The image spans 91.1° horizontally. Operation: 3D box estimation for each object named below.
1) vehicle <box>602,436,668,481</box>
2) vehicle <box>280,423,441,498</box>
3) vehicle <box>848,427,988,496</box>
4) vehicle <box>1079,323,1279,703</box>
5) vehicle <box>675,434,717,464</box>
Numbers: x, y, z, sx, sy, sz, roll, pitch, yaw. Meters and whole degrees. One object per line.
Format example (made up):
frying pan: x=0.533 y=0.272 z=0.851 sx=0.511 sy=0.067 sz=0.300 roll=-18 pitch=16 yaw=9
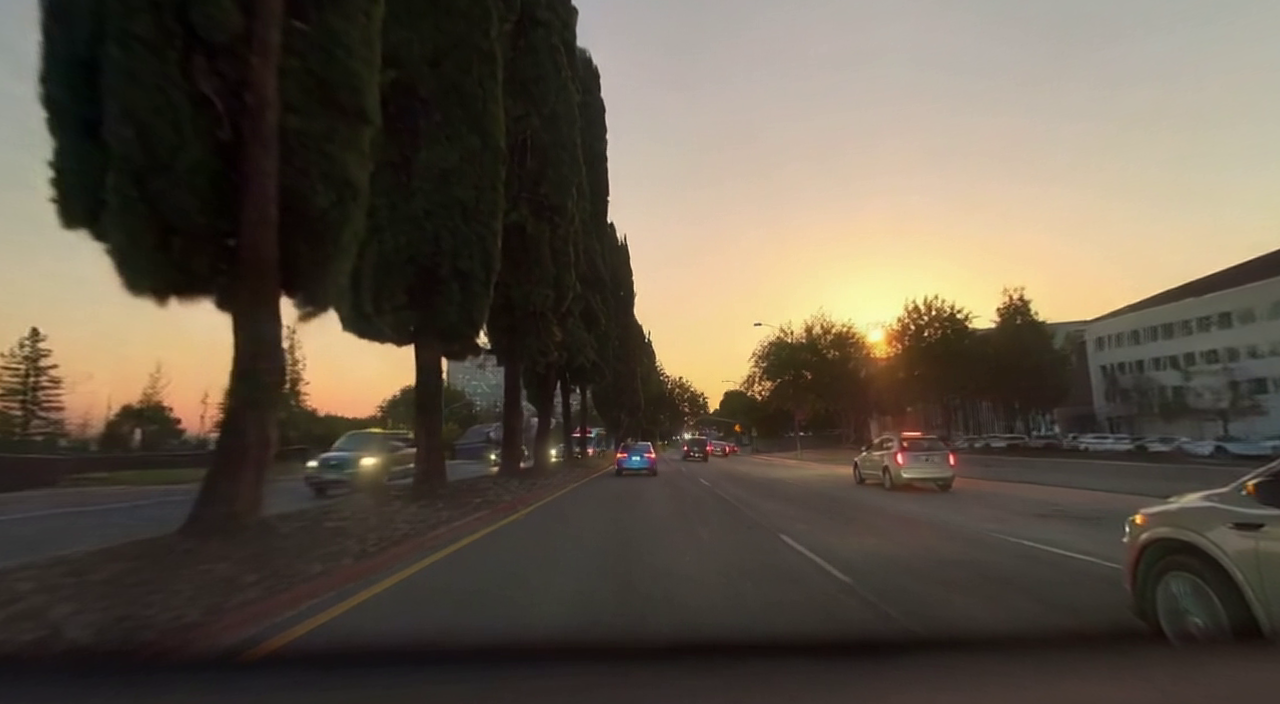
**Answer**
vehicle: x=-0.138 y=4.038 z=24.062 sx=2.315 sy=1.563 sz=4.080 roll=0 pitch=-8 yaw=1
vehicle: x=-8.189 y=3.247 z=19.189 sx=2.262 sy=1.920 sz=5.604 roll=0 pitch=-8 yaw=1
vehicle: x=7.912 y=3.148 z=18.418 sx=2.090 sy=1.768 sz=4.407 roll=0 pitch=-8 yaw=1
vehicle: x=3.516 y=0.600 z=1.206 sx=2.090 sy=1.763 sz=4.560 roll=0 pitch=-8 yaw=1
vehicle: x=4.179 y=7.400 z=47.900 sx=2.716 sy=2.131 sz=5.766 roll=0 pitch=-8 yaw=1
